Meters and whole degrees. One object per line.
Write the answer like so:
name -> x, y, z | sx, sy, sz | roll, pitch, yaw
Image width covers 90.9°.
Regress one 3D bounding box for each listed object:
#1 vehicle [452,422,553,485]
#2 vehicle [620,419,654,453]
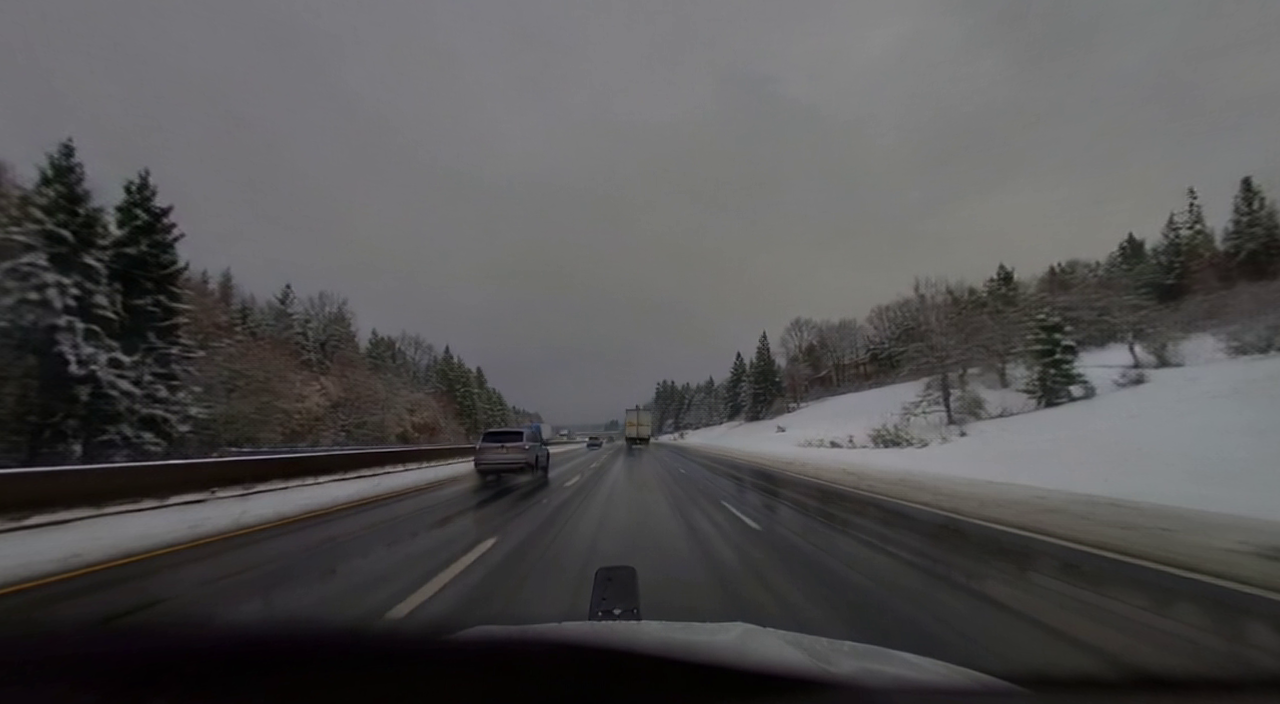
vehicle -> -3.934, 2.968, 18.859 | 2.045, 1.655, 4.301 | 0, -8, 0
vehicle -> -0.231, 6.674, 49.783 | 2.526, 2.531, 5.026 | 0, -8, -1
